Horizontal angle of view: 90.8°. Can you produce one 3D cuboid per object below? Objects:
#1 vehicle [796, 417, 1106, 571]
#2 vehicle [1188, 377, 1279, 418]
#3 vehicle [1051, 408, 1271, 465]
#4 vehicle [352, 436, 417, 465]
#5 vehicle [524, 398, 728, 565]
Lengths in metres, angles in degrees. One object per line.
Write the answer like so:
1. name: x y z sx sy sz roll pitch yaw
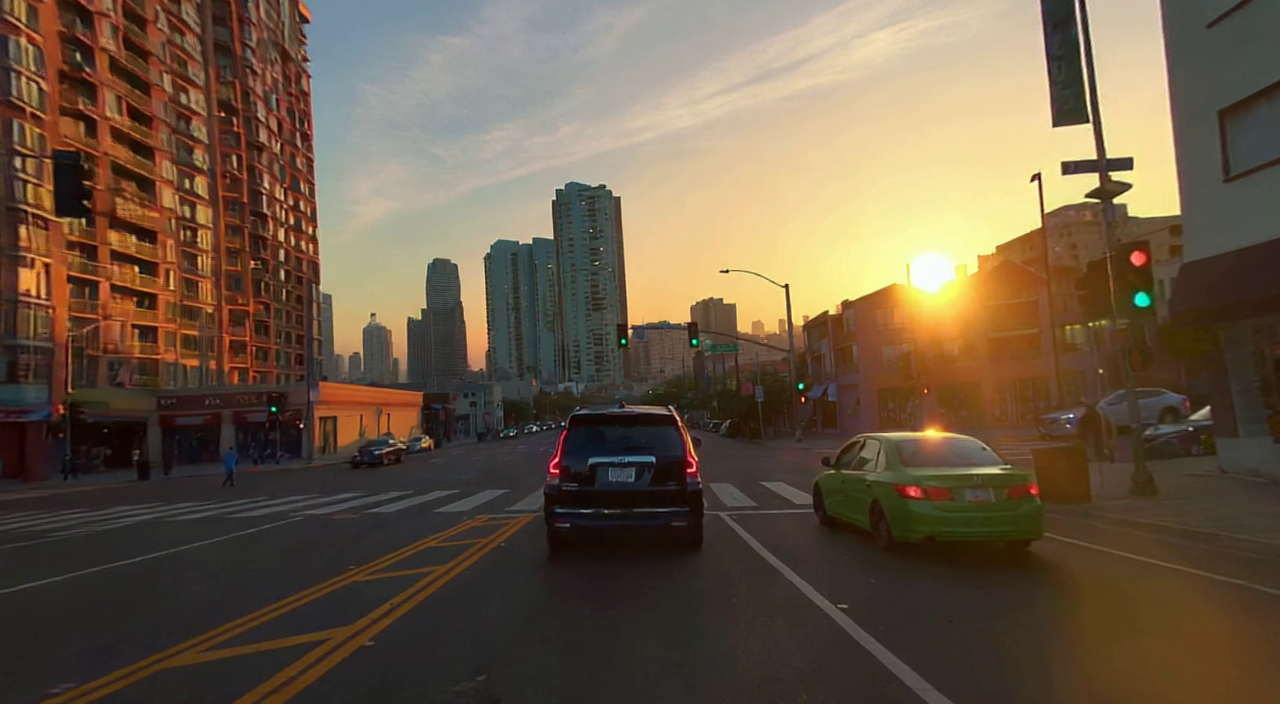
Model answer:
1. vehicle: 3.693 1.773 8.680 1.987 1.538 4.510 0 -8 0
2. vehicle: 26.578 1.989 27.168 4.287 1.639 1.729 0 -8 1
3. vehicle: 14.282 2.365 17.555 4.354 1.466 1.863 0 -8 2
4. vehicle: -16.322 6.328 40.671 2.132 1.710 4.504 0 -8 2
5. vehicle: -0.132 1.699 8.906 2.168 1.776 4.135 0 -8 1
